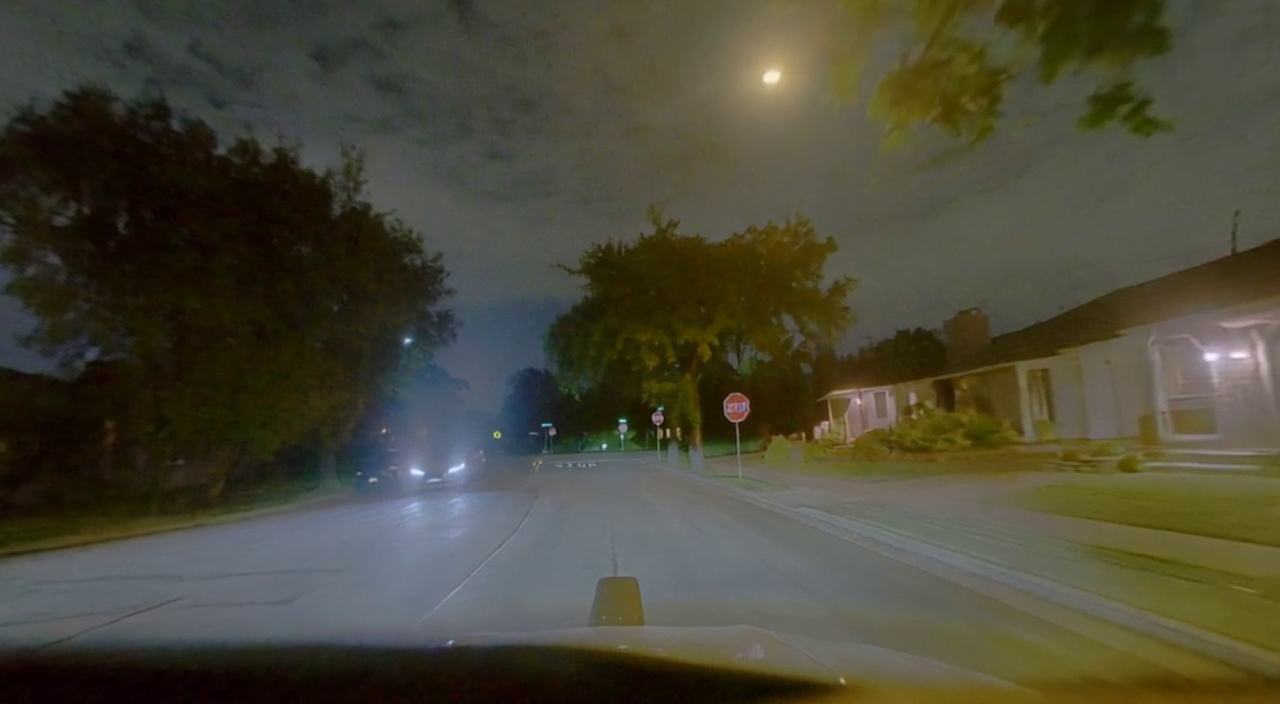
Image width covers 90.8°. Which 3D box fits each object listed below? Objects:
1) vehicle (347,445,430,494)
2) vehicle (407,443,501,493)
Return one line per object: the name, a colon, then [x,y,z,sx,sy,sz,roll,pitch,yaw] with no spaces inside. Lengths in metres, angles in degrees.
vehicle: [-9.432,4.387,24.076,1.994,1.656,4.334,1,-9,-10]
vehicle: [-6.348,3.989,22.191,2.146,1.506,4.885,0,-8,-4]
